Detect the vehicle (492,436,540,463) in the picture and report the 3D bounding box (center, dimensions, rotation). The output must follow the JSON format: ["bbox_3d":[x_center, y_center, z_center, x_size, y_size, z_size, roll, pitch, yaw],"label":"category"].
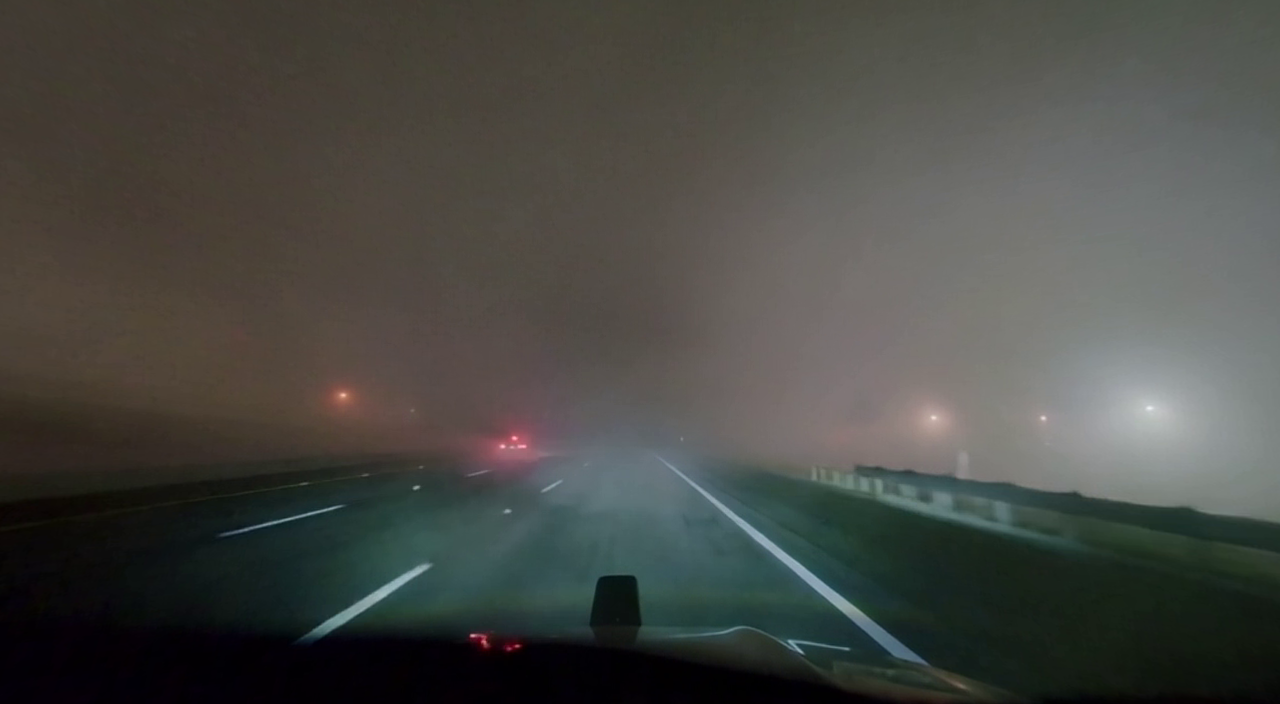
[{"bbox_3d":[-7.071,5.591,36.264,1.989,1.473,4.345,0,-8,-1],"label":"vehicle"}]
